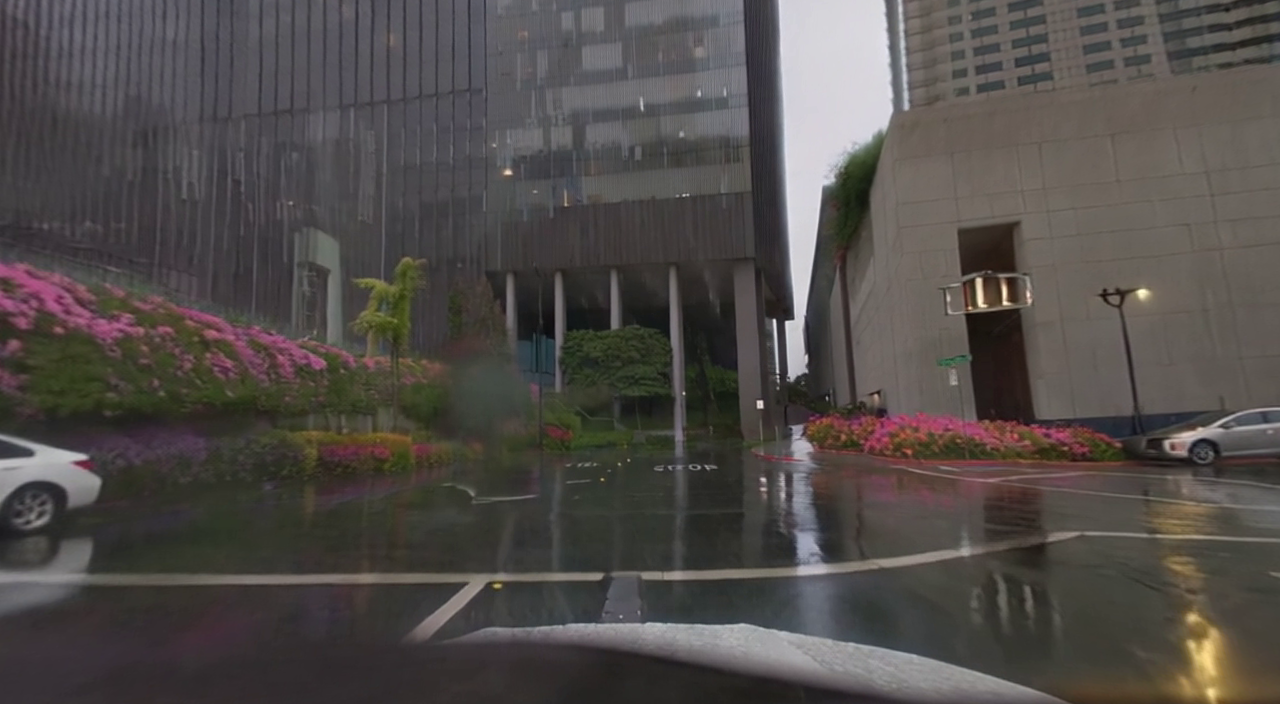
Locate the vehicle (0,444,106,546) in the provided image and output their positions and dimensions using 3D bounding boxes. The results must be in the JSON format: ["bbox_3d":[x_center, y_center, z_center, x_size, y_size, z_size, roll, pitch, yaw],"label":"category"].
[{"bbox_3d":[-11.105,2.073,9.204,4.694,1.447,2.137,5,-10,-31],"label":"vehicle"}]
